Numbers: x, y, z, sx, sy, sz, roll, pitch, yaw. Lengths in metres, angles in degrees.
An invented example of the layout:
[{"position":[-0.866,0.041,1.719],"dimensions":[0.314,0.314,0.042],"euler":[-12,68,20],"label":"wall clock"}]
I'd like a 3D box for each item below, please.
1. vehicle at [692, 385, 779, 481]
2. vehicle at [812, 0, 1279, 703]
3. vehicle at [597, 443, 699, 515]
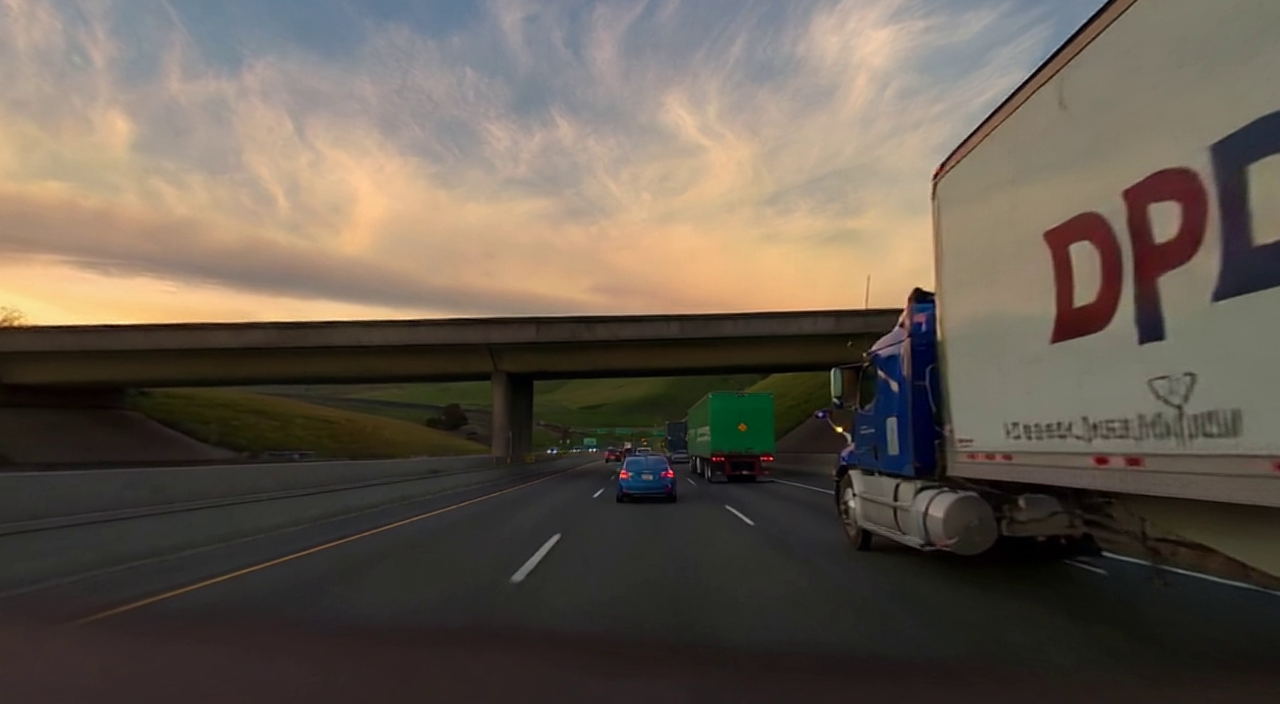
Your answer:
[{"position":[4.377,4.071,31.038],"dimensions":[2.801,4.039,8.684],"euler":[0,-9,-1],"label":"vehicle"},{"position":[4.110,0.078,4.146],"dimensions":[2.884,3.930,10.206],"euler":[0,-9,-1],"label":"vehicle"},{"position":[0.160,2.863,14.638],"dimensions":[2.029,1.437,3.794],"euler":[0,-9,0],"label":"vehicle"}]
